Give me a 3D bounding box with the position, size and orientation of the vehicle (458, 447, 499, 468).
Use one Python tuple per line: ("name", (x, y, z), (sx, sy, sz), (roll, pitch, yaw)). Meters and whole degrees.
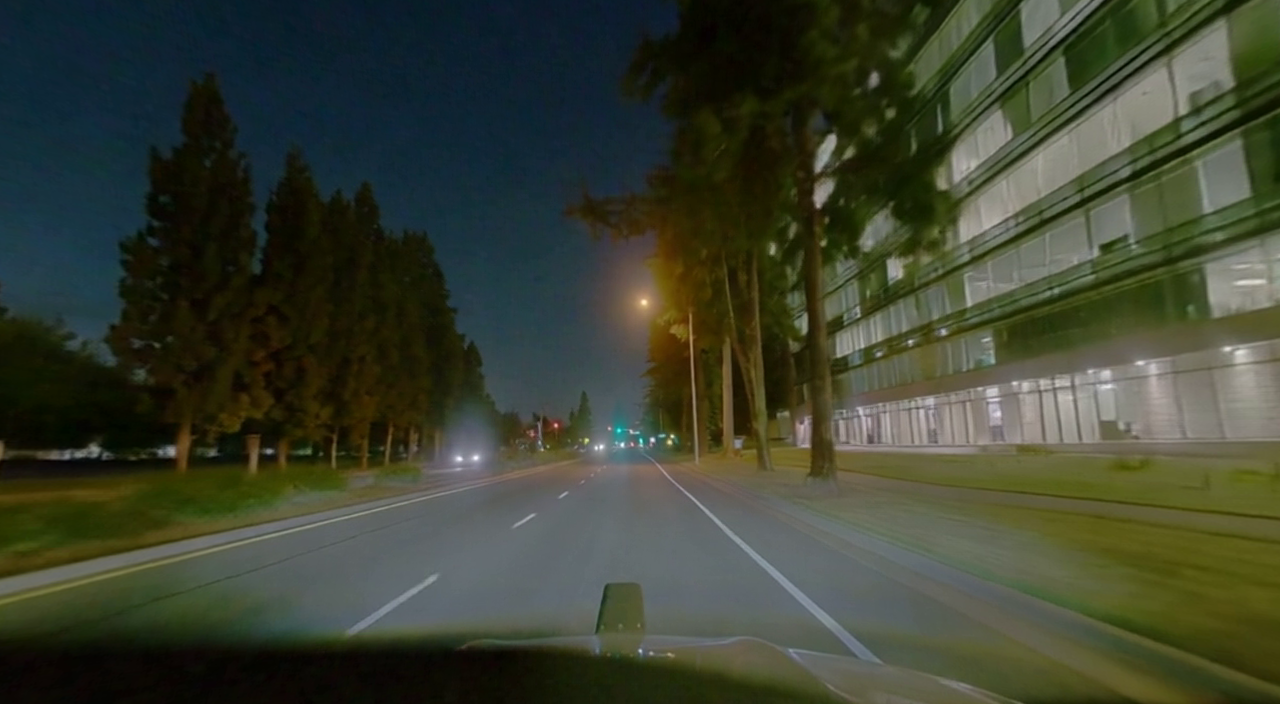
("vehicle", (-11.910, 7.813, 46.569), (1.881, 1.445, 4.280), (0, -8, 1))
